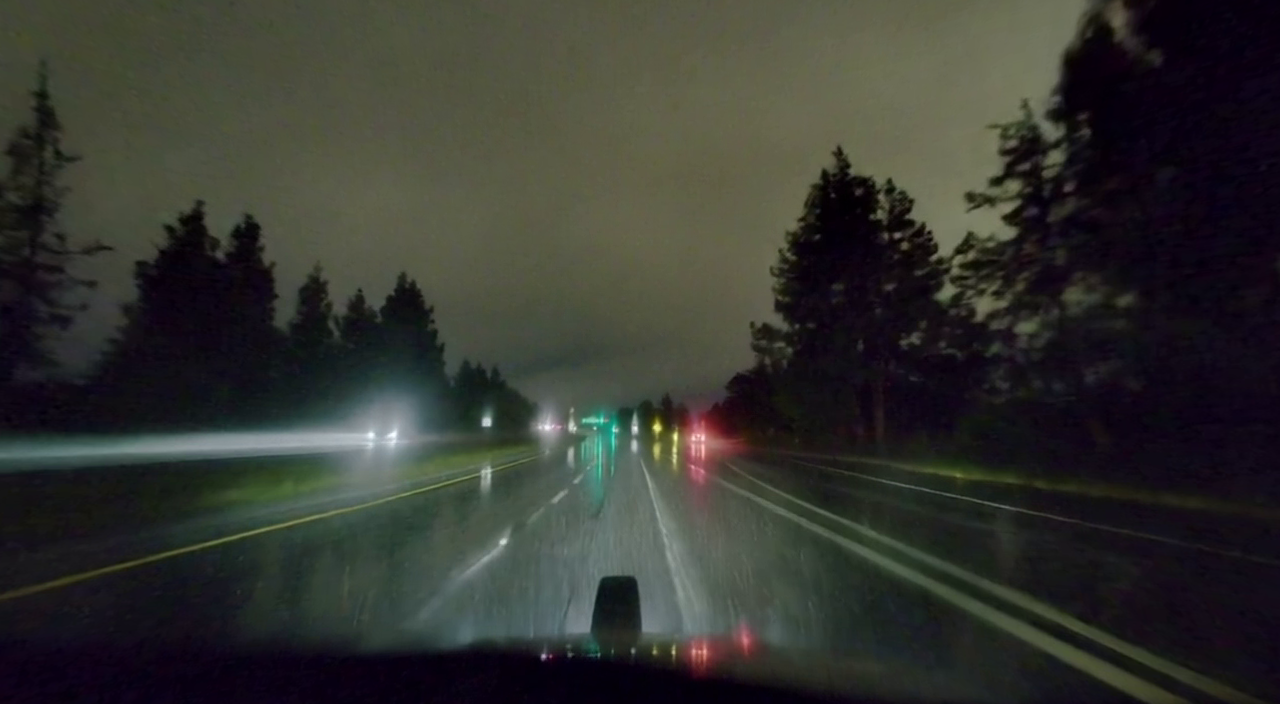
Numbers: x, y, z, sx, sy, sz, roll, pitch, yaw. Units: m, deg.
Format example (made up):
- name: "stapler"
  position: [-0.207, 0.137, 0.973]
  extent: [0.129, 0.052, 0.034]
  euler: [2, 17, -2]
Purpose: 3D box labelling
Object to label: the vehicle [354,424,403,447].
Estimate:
- name: "vehicle"
  position: [-17.337, 5.555, 41.986]
  extent: [1.761, 1.429, 3.686]
  euler: [0, -8, -1]
